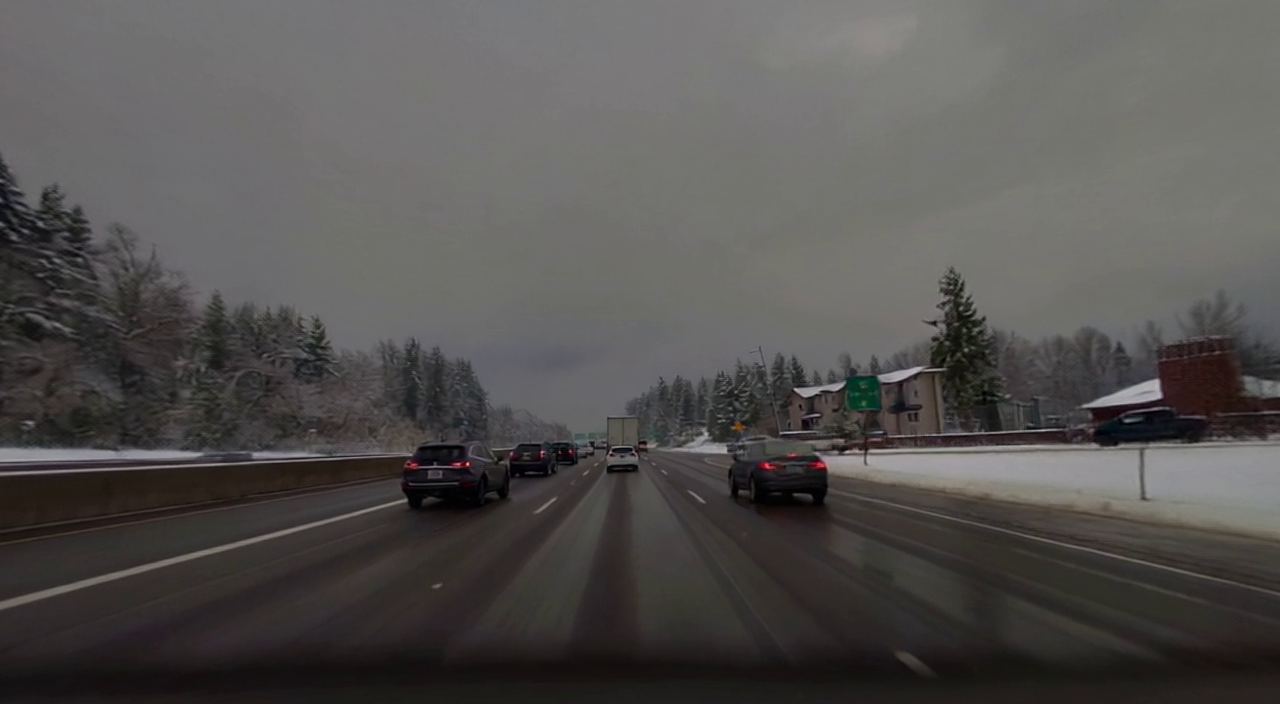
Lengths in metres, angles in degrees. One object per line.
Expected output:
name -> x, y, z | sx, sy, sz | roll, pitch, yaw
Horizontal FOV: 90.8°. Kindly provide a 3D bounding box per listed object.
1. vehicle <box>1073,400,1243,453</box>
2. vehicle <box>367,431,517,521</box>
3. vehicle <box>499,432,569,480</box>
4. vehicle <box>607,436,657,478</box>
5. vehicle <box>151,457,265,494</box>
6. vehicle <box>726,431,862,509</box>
vehicle -> 17.997, 2.693, 22.260 | 2.048, 1.674, 4.106 | 2, -9, -13
vehicle -> -4.109, 2.631, 13.900 | 1.988, 1.668, 4.021 | 0, -9, 0
vehicle -> -4.639, 4.678, 28.642 | 2.301, 1.944, 5.482 | 0, -9, -1
vehicle -> -0.402, 4.706, 28.463 | 2.063, 1.703, 4.203 | 0, -9, -2
vehicle -> -19.140, 5.461, 28.300 | 1.839, 1.457, 4.701 | 0, -9, -1
vehicle -> 3.390, 2.709, 14.889 | 2.027, 1.554, 4.252 | 0, -9, -2
